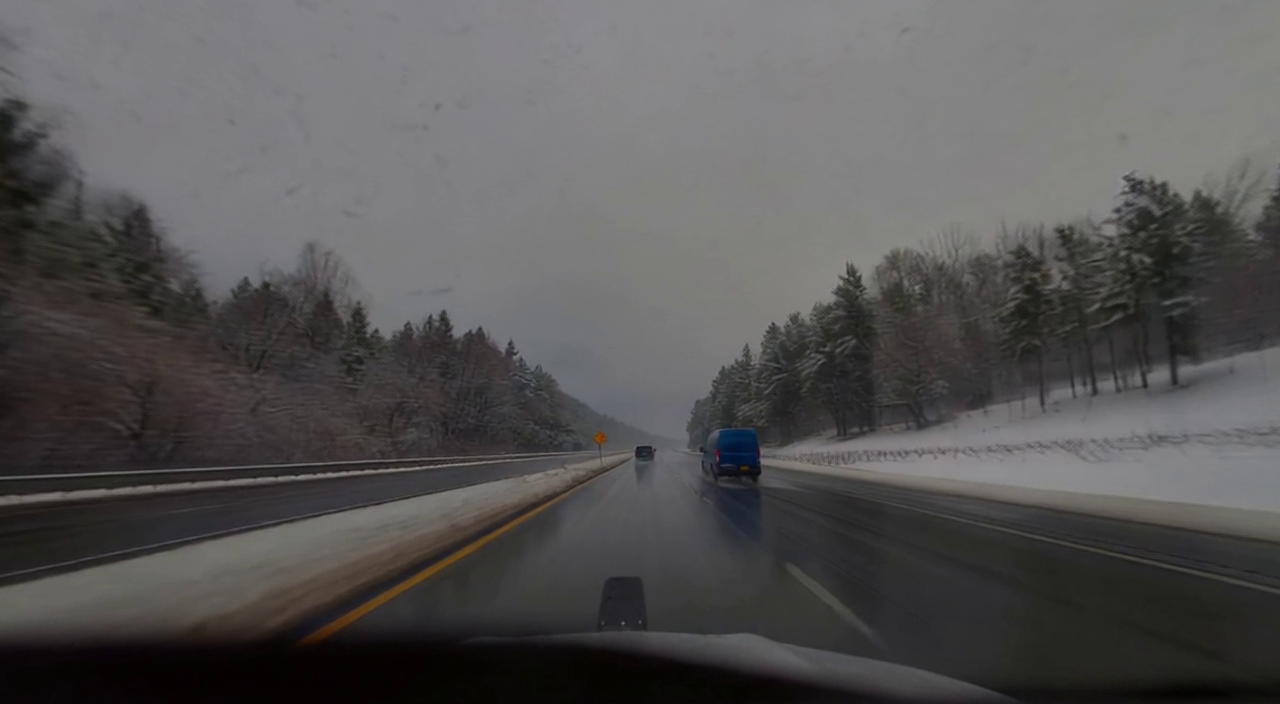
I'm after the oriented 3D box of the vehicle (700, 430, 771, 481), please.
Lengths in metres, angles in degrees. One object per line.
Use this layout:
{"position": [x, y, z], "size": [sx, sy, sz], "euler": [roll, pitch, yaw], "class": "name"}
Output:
{"position": [4.194, 4.647, 28.446], "size": [2.371, 2.045, 4.768], "euler": [0, -9, -1], "class": "vehicle"}
